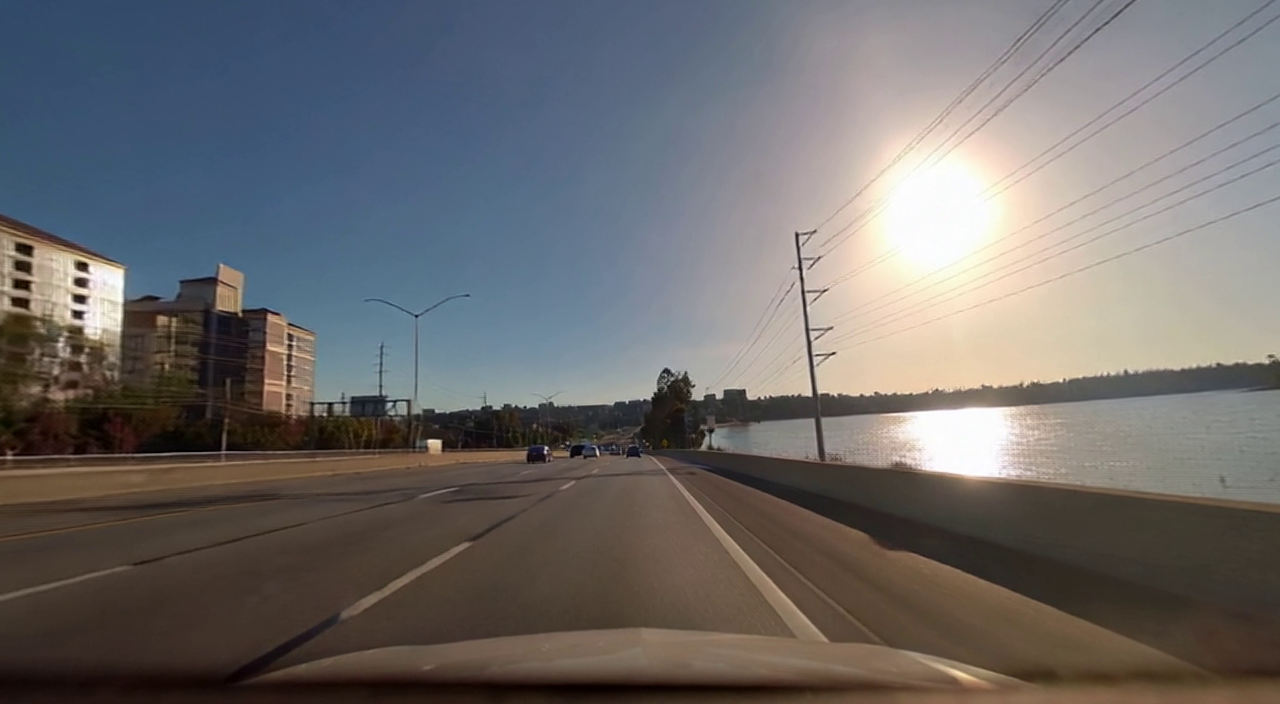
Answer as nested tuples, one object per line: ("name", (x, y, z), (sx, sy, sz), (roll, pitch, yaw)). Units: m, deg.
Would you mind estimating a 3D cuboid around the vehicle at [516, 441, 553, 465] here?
("vehicle", (-7.491, 7.197, 45.124), (1.946, 1.590, 4.042), (0, -8, 1))
